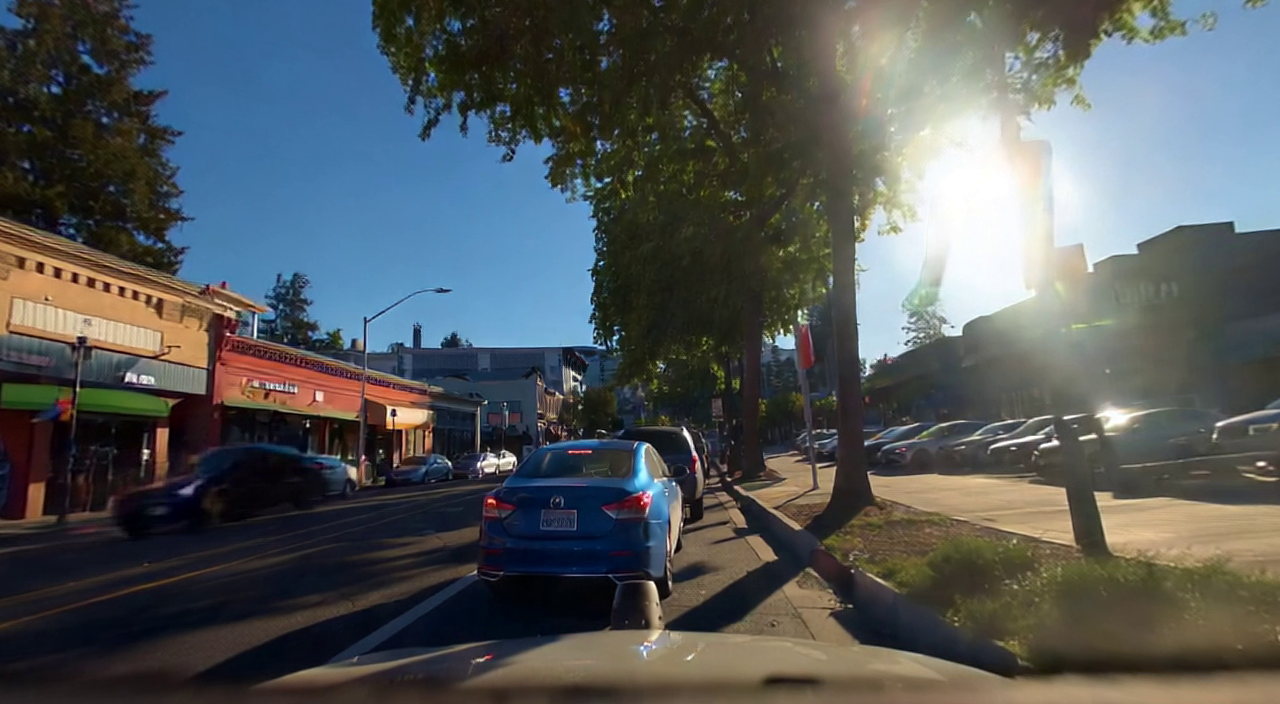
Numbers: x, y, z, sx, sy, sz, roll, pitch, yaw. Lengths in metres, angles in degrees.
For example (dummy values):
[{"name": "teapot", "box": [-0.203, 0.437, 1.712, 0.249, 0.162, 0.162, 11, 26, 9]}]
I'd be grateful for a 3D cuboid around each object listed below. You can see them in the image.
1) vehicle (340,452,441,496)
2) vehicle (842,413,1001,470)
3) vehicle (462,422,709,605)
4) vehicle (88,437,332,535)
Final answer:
[{"name": "vehicle", "box": [-10.257, 5.031, 26.286, 1.826, 1.432, 4.556, -7, -9, 8]}, {"name": "vehicle", "box": [9.025, 2.839, 20.224, 4.558, 1.528, 1.915, 0, -8, -23]}, {"name": "vehicle", "box": [-0.278, 1.632, 7.289, 1.939, 1.478, 3.922, -1, -8, 9]}, {"name": "vehicle", "box": [-9.206, 2.860, 14.072, 2.054, 1.772, 4.276, -4, -9, 9]}]
